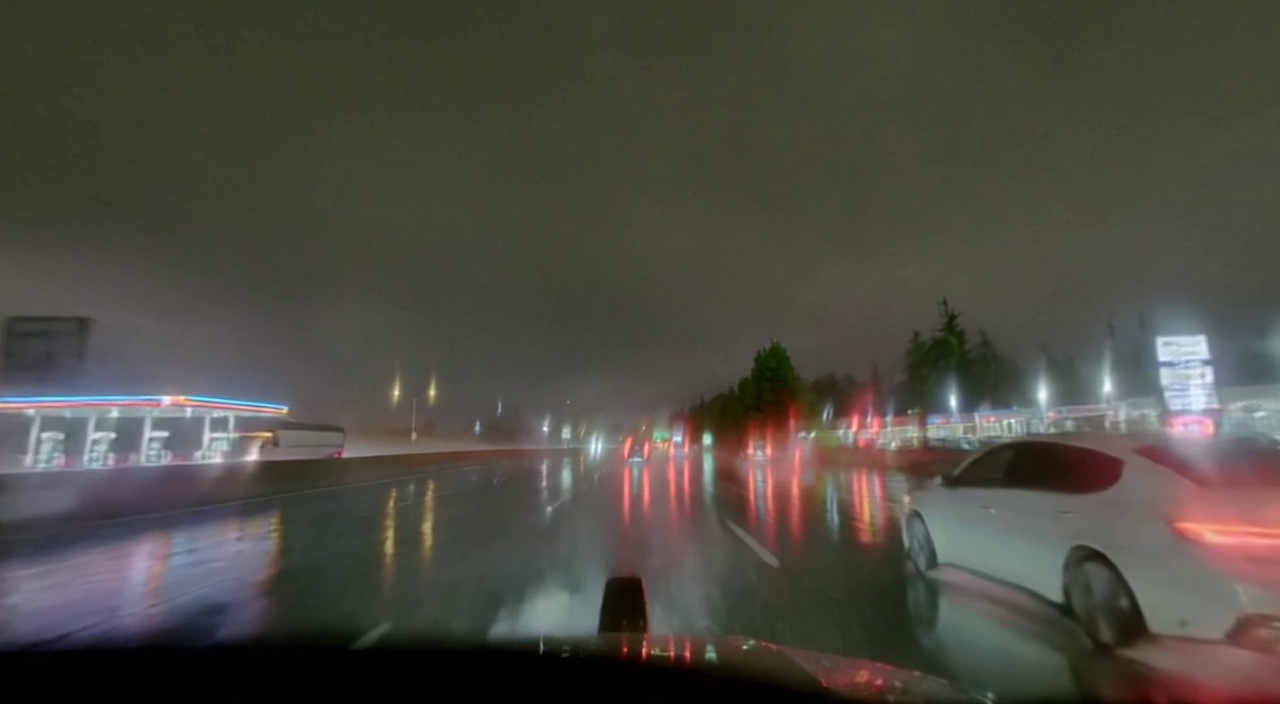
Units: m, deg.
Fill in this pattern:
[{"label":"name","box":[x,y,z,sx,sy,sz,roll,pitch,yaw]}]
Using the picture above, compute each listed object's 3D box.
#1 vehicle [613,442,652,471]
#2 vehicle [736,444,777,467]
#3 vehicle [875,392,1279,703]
[{"label":"vehicle","box":[-0.422,5.759,34.980,1.999,1.473,4.351,0,-8,-1]},{"label":"vehicle","box":[7.666,6.848,41.987,1.867,1.463,4.295,0,-8,-1]},{"label":"vehicle","box":[3.540,1.174,4.225,2.172,1.490,4.668,0,-8,1]}]
